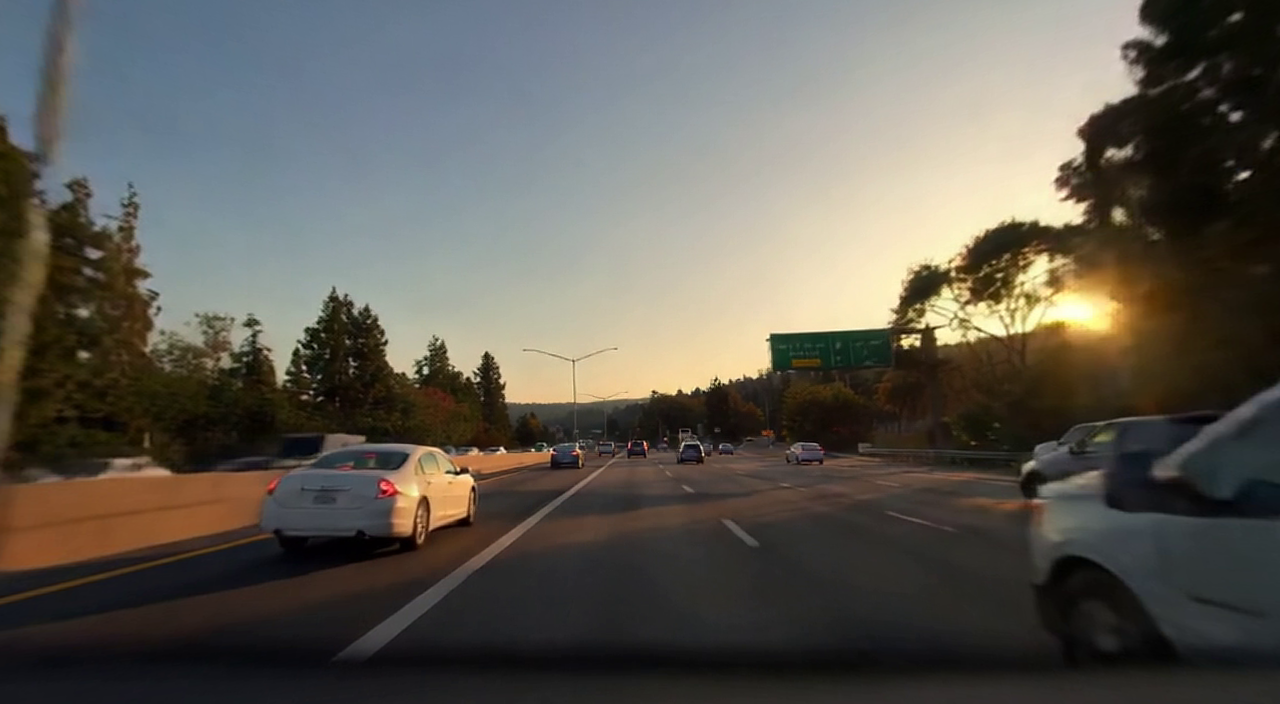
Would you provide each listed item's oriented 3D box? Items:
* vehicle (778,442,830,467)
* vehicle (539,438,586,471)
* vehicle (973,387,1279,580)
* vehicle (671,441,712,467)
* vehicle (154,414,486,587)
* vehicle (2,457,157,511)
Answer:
[{"bbox_3d":[9.609,6.044,37.294,1.910,1.384,3.867,0,-8,-2],"label":"vehicle"},{"bbox_3d":[-4.078,5.455,33.755,1.992,1.651,4.185,0,-8,0],"label":"vehicle"},{"bbox_3d":[6.490,1.461,7.776,2.105,1.655,4.652,0,-8,-2],"label":"vehicle"},{"bbox_3d":[3.103,6.243,38.830,2.007,1.469,4.337,0,-8,-2],"label":"vehicle"},{"bbox_3d":[-3.634,1.759,8.360,2.119,1.654,4.353,0,-8,0],"label":"vehicle"},{"bbox_3d":[-15.939,3.726,18.203,1.459,1.318,3.318,0,-8,-1],"label":"vehicle"}]
